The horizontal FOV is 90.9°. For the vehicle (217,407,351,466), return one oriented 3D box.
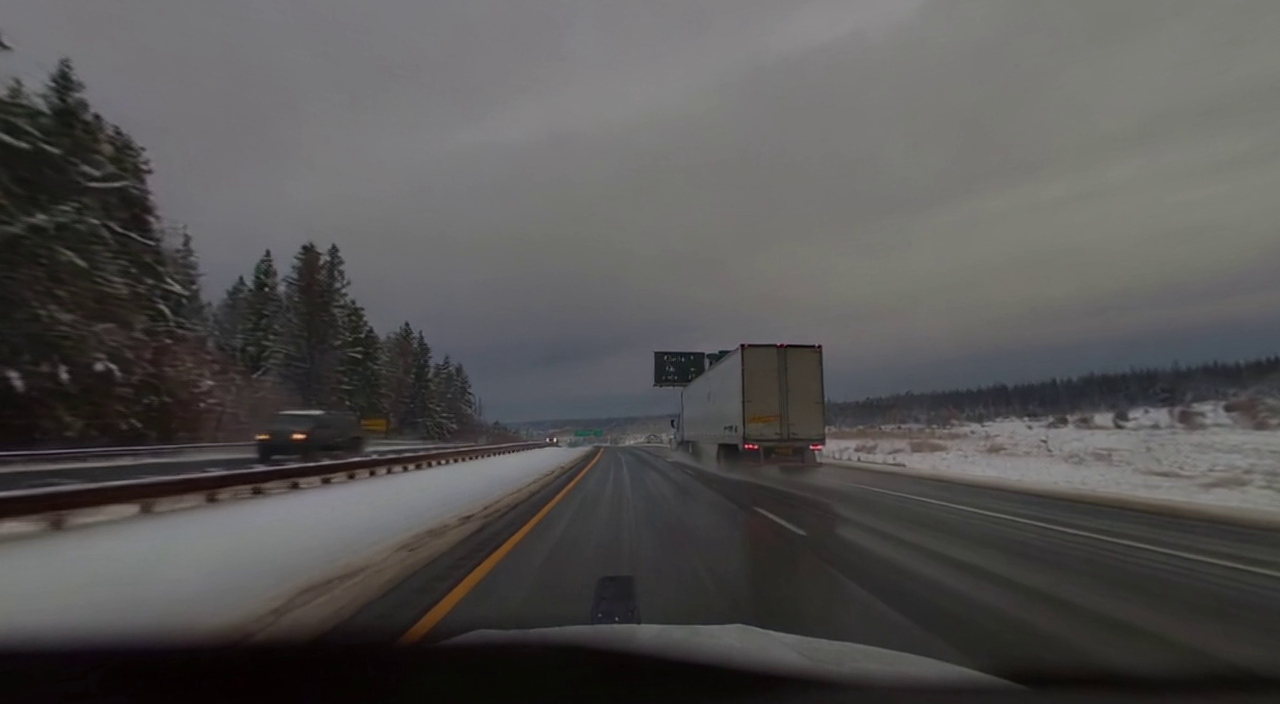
[{"bbox_3d":[-12.924,3.135,23.388,2.082,1.934,5.144,0,-8,-1],"label":"vehicle"}]

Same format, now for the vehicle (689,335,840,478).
[{"bbox_3d":[3.995,2.370,24.197,2.974,4.003,12.849,1,-8,-1],"label":"vehicle"}]
